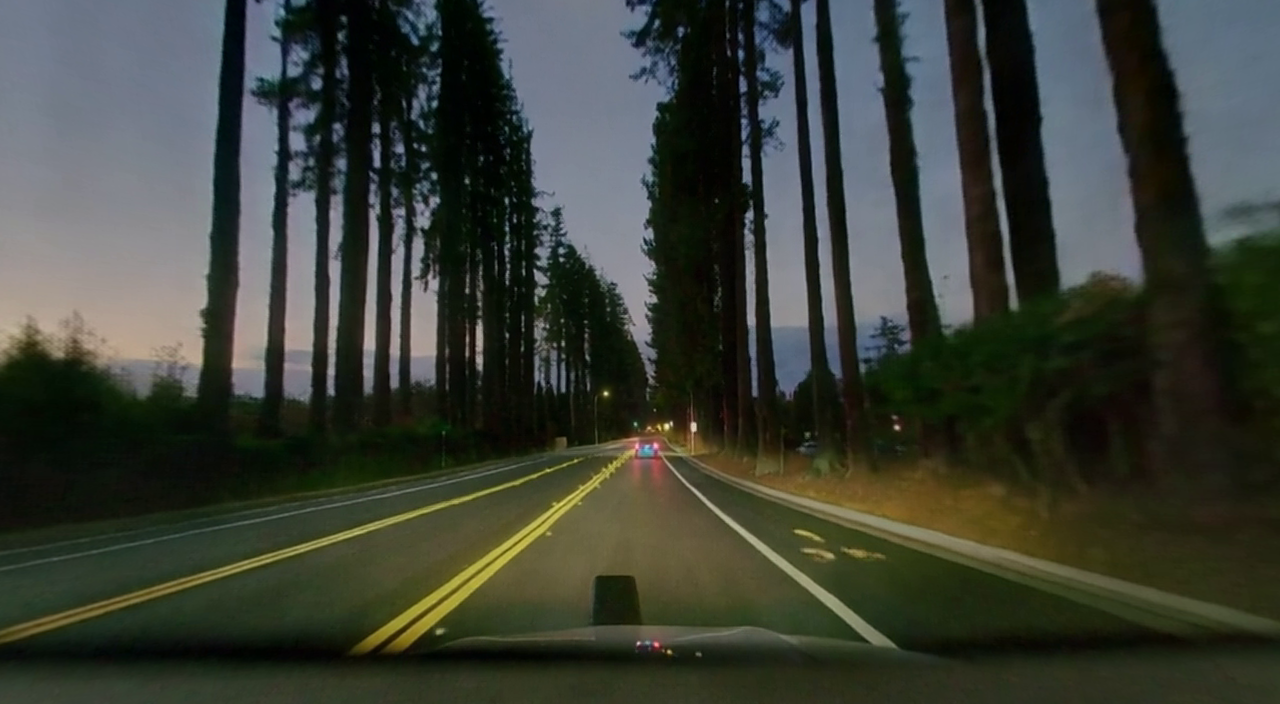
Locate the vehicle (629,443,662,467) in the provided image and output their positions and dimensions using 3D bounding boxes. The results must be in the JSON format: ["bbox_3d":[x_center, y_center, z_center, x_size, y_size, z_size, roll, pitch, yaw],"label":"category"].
[{"bbox_3d":[0.360,6.657,40.945,2.067,1.486,3.861,0,-9,1],"label":"vehicle"}]
